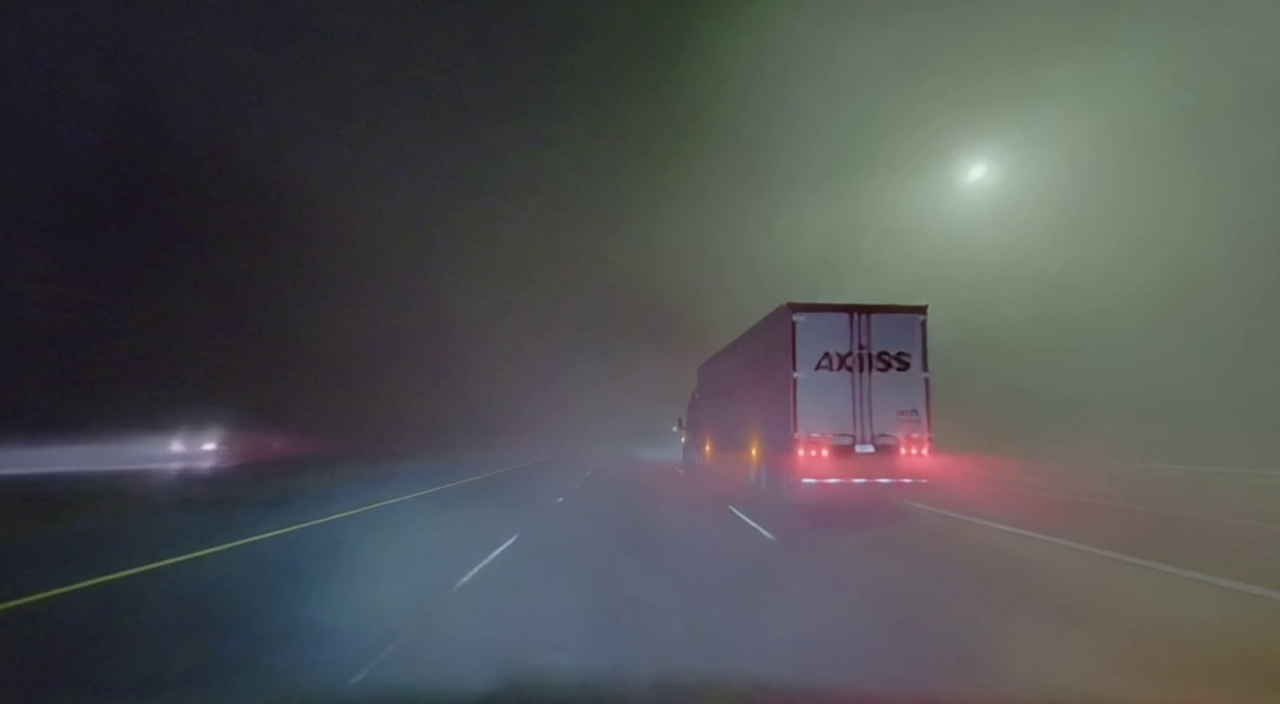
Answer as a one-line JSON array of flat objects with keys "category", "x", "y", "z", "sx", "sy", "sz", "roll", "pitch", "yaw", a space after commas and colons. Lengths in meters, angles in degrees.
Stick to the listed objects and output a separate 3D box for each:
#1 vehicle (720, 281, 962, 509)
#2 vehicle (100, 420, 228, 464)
[{"category": "vehicle", "x": 4.053, "y": 1.323, "z": 15.543, "sx": 2.880, "sy": 3.986, "sz": 9.103, "roll": 0, "pitch": -8, "yaw": 0}, {"category": "vehicle", "x": -18.925, "y": 3.606, "z": 25.260, "sx": 1.846, "sy": 1.606, "sz": 4.176, "roll": 0, "pitch": -8, "yaw": 0}]
